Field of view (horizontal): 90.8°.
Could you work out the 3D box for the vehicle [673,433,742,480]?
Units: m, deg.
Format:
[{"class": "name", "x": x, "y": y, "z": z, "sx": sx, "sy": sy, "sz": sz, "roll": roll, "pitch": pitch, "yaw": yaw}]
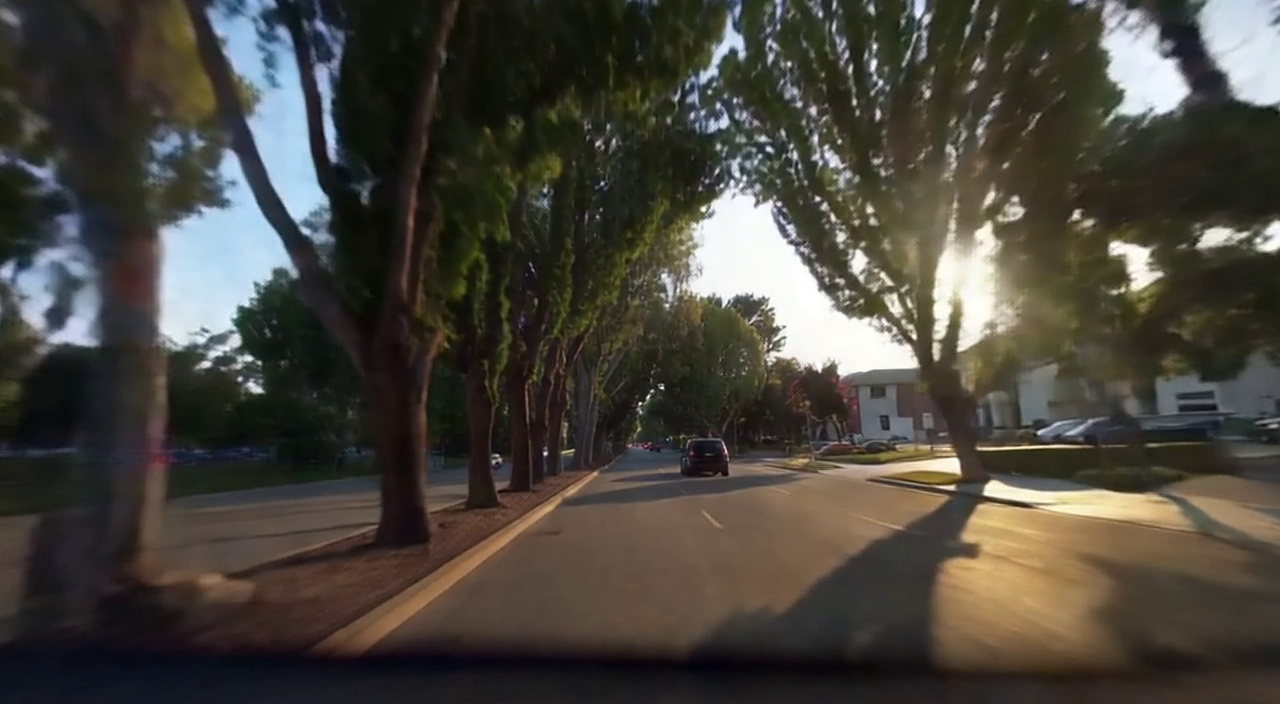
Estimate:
[{"class": "vehicle", "x": 2.666, "y": 4.293, "z": 26.181, "sx": 2.240, "sy": 1.740, "sz": 4.605, "roll": 0, "pitch": -8, "yaw": -2}]
